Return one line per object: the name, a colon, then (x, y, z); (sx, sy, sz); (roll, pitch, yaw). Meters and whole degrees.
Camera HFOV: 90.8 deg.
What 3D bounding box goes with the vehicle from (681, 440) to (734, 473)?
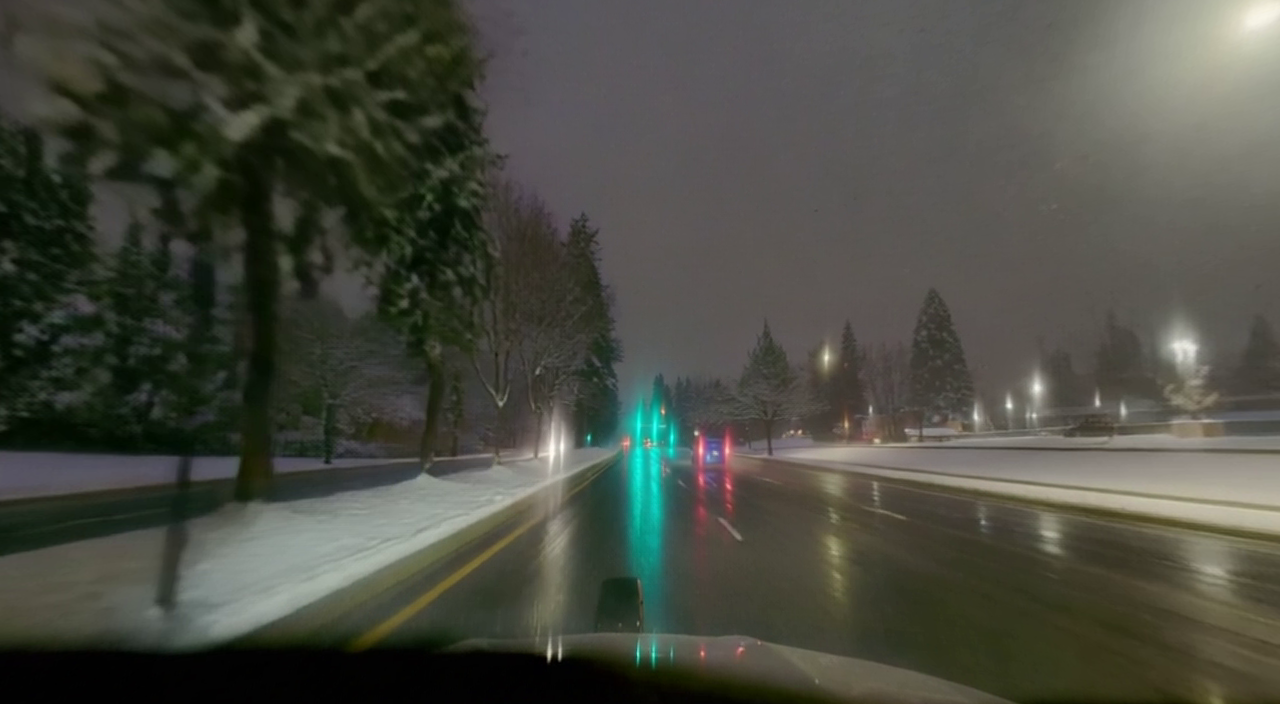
vehicle: (3.249, 5.092, 31.059); (2.056, 1.483, 4.091); (0, -8, -1)
